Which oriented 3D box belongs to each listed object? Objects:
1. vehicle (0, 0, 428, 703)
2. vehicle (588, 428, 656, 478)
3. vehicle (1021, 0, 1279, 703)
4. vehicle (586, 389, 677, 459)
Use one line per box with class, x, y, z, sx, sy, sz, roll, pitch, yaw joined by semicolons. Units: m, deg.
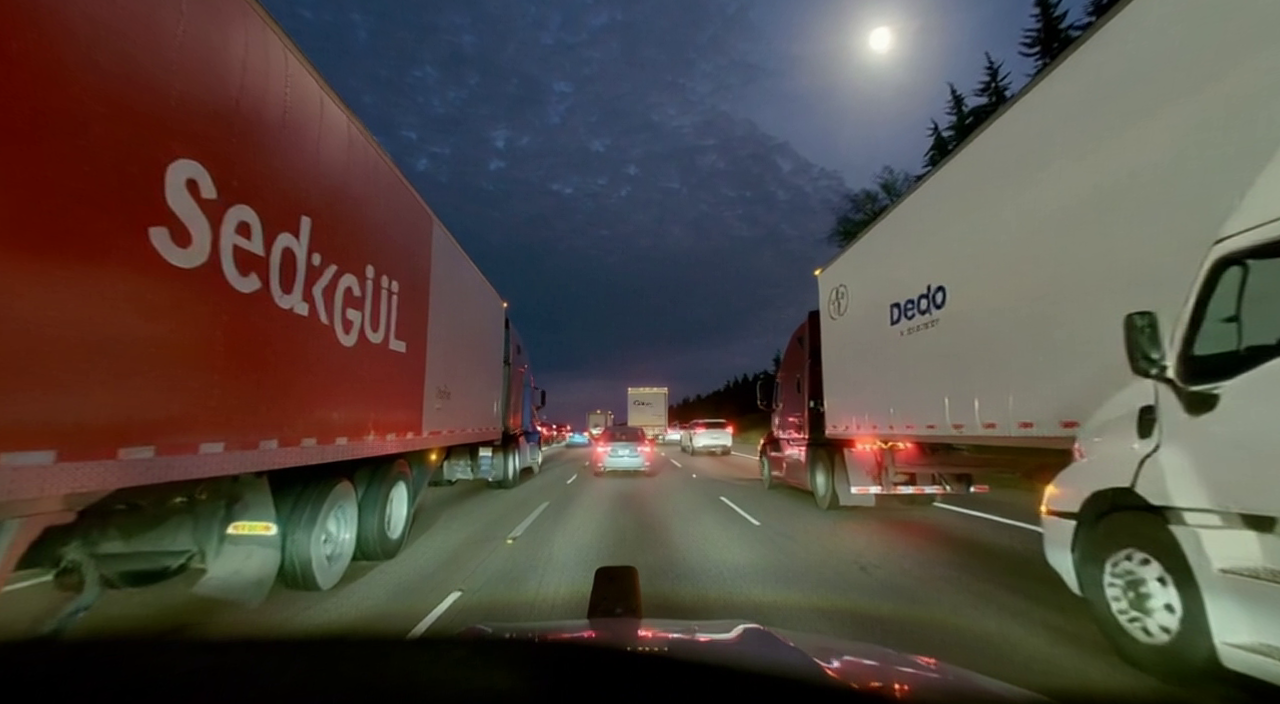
vehicle;-3.706;-0.190;2.568;2.822;3.788;8.799;0;-8;-2
vehicle;-0.728;3.432;21.749;2.060;1.540;4.374;1;-8;-5
vehicle;5.281;-0.363;2.223;2.992;3.986;5.841;3;-8;-21
vehicle;-1.046;5.156;44.068;2.899;4.112;13.912;2;-8;-15
